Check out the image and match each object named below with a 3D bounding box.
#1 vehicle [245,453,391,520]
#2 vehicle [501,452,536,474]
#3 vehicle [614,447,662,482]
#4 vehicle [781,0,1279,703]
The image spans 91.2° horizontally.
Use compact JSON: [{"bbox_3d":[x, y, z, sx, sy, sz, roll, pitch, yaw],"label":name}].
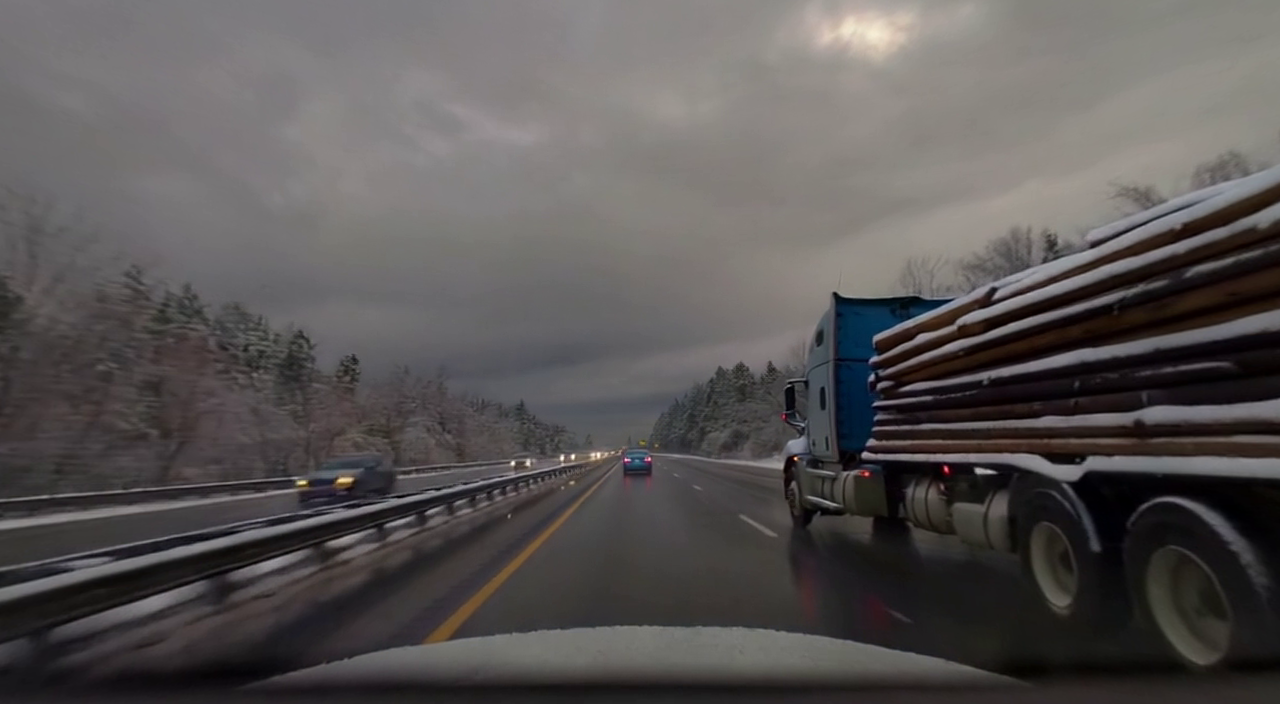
[{"bbox_3d":[-8.810,3.666,17.601,1.916,1.572,4.056,-1,-9,0],"label":"vehicle"},{"bbox_3d":[-9.325,8.539,48.280,1.871,1.595,4.052,-1,-9,0],"label":"vehicle"},{"bbox_3d":[-0.124,5.230,29.447,2.099,1.506,4.097,0,-9,-1],"label":"vehicle"},{"bbox_3d":[4.225,0.265,6.187,2.996,3.942,10.600,0,-9,-1],"label":"vehicle"}]
